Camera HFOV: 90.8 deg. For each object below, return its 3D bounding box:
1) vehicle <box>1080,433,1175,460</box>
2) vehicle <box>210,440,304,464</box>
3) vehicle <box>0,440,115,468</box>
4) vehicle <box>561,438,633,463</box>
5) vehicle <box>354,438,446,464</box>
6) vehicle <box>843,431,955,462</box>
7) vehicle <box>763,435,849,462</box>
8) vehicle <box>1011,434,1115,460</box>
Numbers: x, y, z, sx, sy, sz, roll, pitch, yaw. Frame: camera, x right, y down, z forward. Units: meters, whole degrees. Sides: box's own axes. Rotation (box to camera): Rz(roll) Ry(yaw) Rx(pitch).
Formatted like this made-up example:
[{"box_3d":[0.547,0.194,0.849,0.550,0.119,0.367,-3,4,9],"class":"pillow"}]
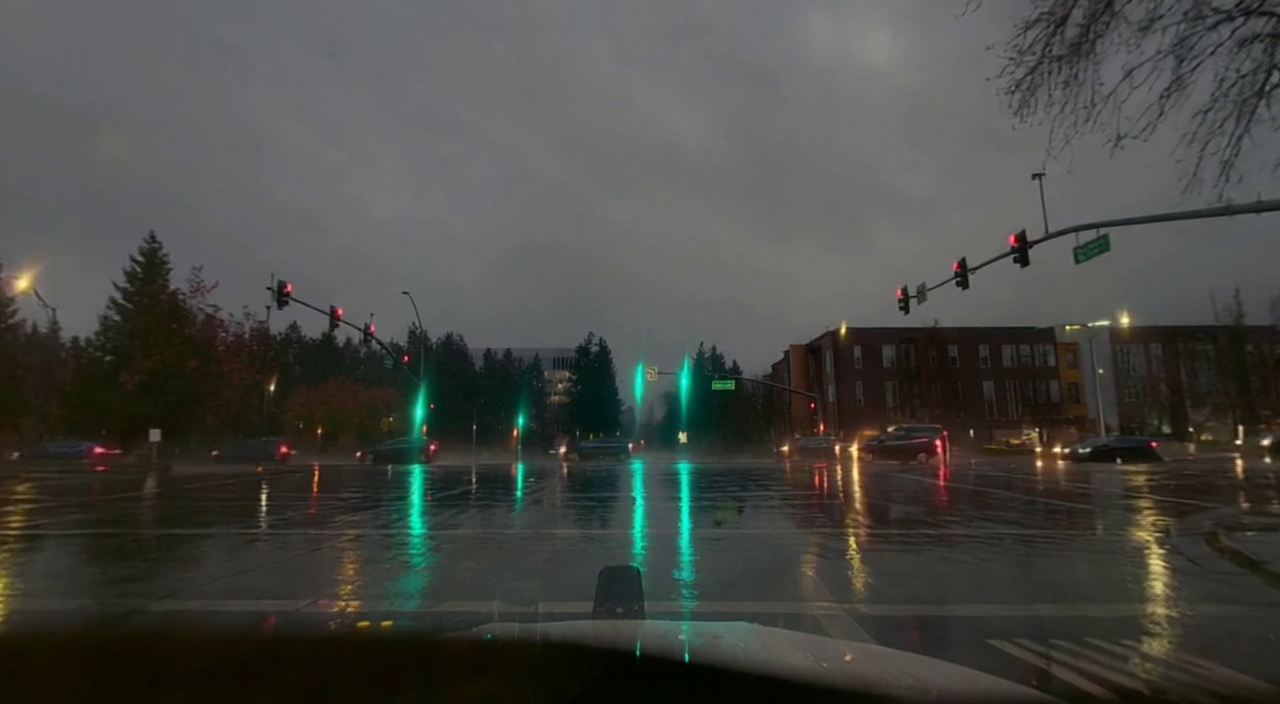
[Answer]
[{"box_3d":[31.167,6.047,40.492,4.488,1.667,1.869,0,-9,0],"class":"vehicle"},{"box_3d":[-24.353,6.395,40.299,4.759,1.445,1.865,0,-9,0],"class":"vehicle"},{"box_3d":[-31.203,5.425,33.747,4.629,1.423,1.833,0,-9,0],"class":"vehicle"},{"box_3d":[-2.682,6.279,40.321,4.443,1.472,1.794,0,-9,1],"class":"vehicle"},{"box_3d":[-13.892,5.763,36.682,4.631,1.435,1.715,0,-9,0],"class":"vehicle"},{"box_3d":[16.260,5.959,39.905,6.133,1.833,2.155,0,-9,0],"class":"vehicle"},{"box_3d":[9.588,5.612,36.732,4.519,1.476,1.767,0,-9,0],"class":"vehicle"},{"box_3d":[24.659,5.577,36.949,4.724,1.452,1.870,0,-9,0],"class":"vehicle"}]
